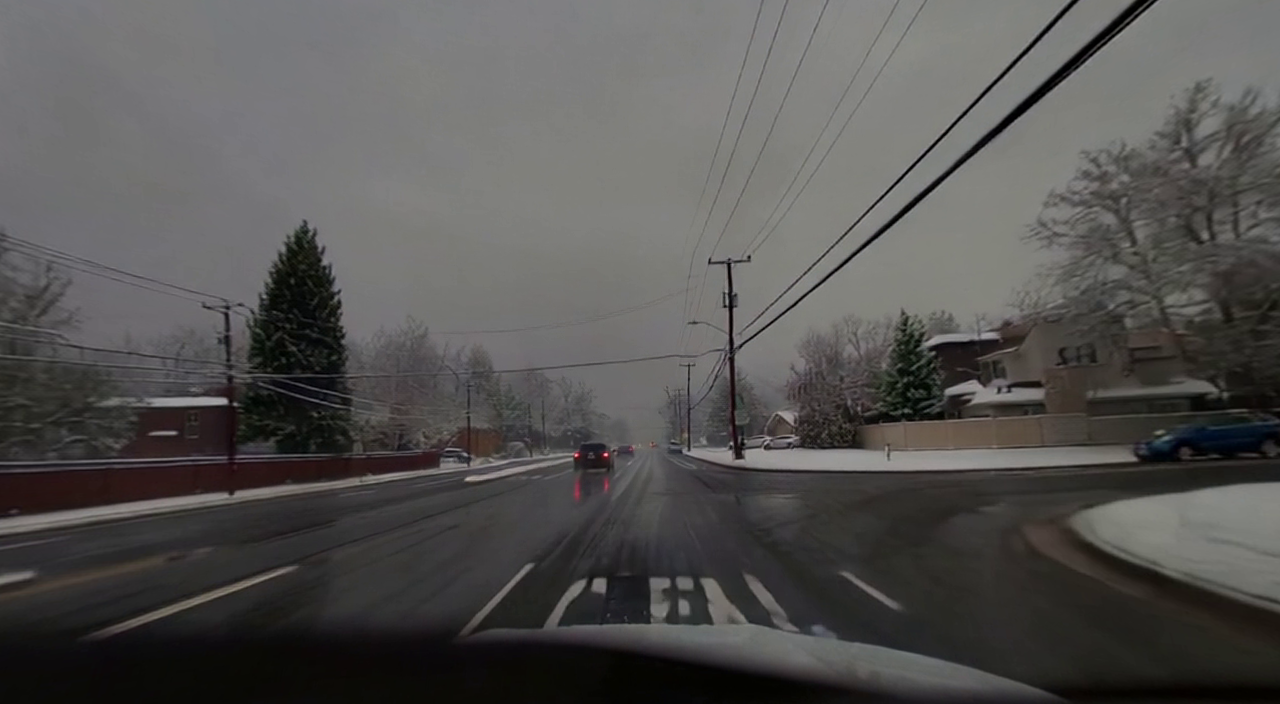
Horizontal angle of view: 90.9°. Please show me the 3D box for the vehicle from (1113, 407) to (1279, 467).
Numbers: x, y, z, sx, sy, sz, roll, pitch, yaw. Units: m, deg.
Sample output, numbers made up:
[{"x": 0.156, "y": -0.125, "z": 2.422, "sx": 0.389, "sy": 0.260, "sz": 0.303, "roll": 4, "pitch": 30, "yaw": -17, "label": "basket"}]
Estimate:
[{"x": 20.377, "y": 3.086, "z": 22.704, "sx": 4.502, "sy": 1.833, "sz": 2.462, "roll": -3, "pitch": -11, "yaw": 1, "label": "vehicle"}]

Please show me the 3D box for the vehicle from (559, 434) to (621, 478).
[{"x": -2.198, "y": 4.789, "z": 29.251, "sx": 2.327, "sy": 1.861, "sz": 4.941, "roll": 0, "pitch": -9, "yaw": 2, "label": "vehicle"}]
